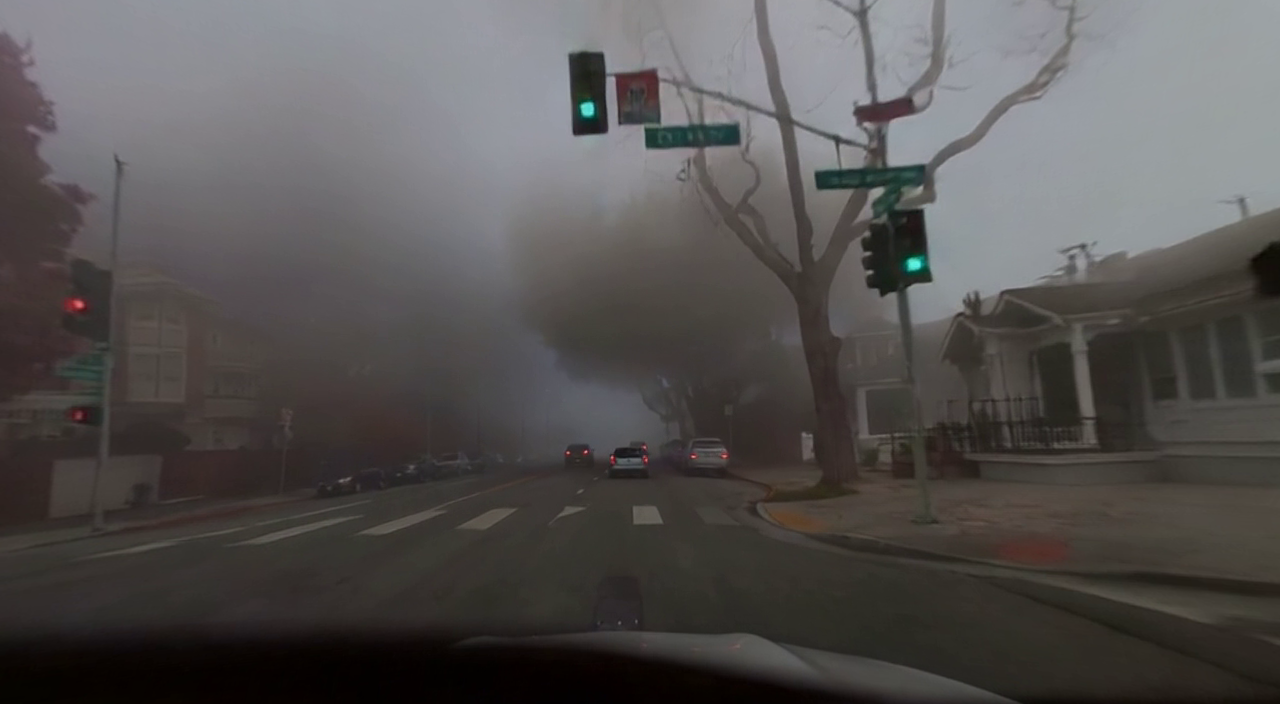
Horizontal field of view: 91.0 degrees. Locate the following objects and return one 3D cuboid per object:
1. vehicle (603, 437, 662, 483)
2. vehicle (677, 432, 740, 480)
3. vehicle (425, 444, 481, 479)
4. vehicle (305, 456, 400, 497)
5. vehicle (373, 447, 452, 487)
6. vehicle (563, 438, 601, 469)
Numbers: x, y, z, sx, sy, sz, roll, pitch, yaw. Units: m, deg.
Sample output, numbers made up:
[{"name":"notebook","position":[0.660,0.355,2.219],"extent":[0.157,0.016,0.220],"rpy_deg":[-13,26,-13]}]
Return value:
[{"name":"vehicle","position":[-0.264,3.939,23.303],"extent":[1.998,1.518,4.015],"rpy_deg":[0,-8,-1]},{"name":"vehicle","position":[2.627,4.130,25.199],"extent":[1.969,1.725,4.387],"rpy_deg":[0,-8,-1]},{"name":"vehicle","position":[-12.370,7.259,42.025],"extent":[2.210,2.148,4.849],"rpy_deg":[0,-8,0]},{"name":"vehicle","position":[-12.092,5.254,26.831],"extent":[1.913,1.475,4.372],"rpy_deg":[0,-8,1]},{"name":"vehicle","position":[-12.233,6.181,34.332],"extent":[2.109,1.941,6.025],"rpy_deg":[0,-8,-1]},{"name":"vehicle","position":[-3.631,6.366,39.814],"extent":[1.983,1.841,4.013],"rpy_deg":[0,-8,0]}]
